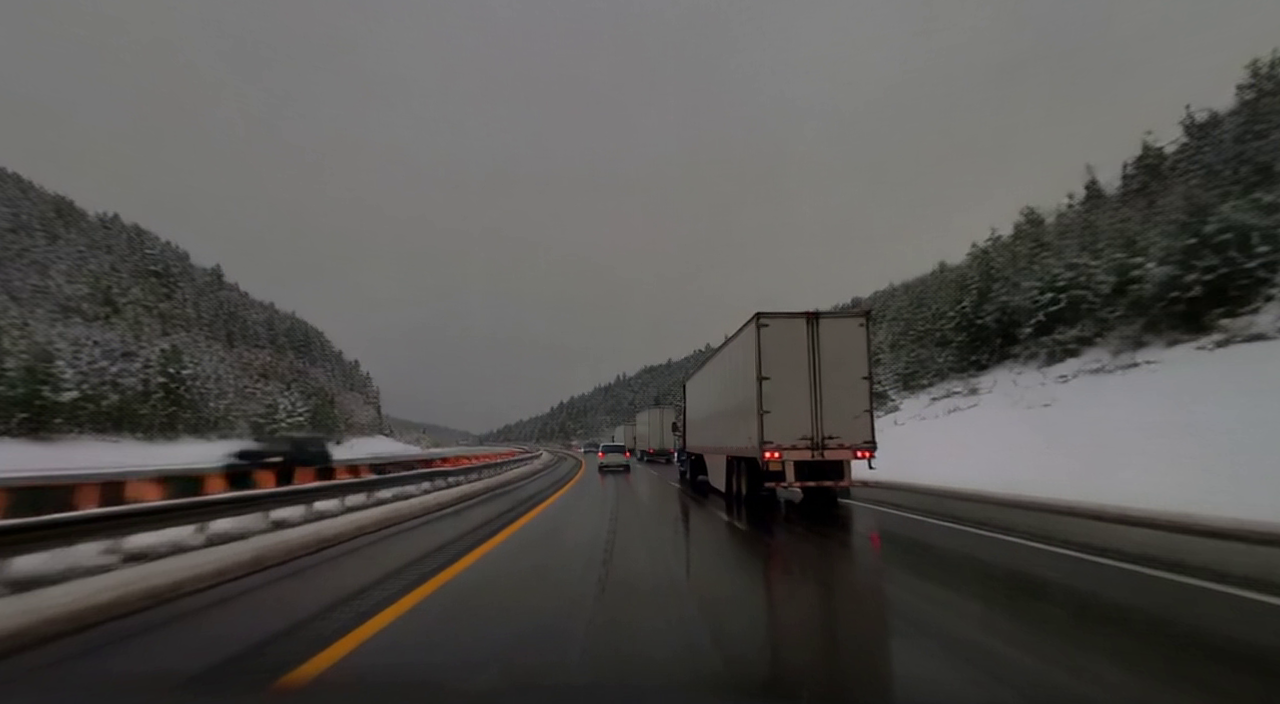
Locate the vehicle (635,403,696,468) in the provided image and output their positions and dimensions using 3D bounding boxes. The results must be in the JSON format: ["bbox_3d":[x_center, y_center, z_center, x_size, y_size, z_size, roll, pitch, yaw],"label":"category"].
[{"bbox_3d":[1.586,6.376,47.048,2.826,4.050,13.845,1,-9,-5],"label":"vehicle"}]

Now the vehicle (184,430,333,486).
[{"bbox_3d":[-11.392,3.211,19.281,1.882,1.490,4.346,0,-9,-1],"label":"vehicle"}]

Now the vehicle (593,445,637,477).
[{"bbox_3d":[-1.238,5.242,30.644,2.029,1.437,3.794,0,-9,-3],"label":"vehicle"}]

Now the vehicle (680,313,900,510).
[{"bbox_3d":[3.540,2.314,20.387,2.911,4.099,14.578,0,-9,-3],"label":"vehicle"}]
